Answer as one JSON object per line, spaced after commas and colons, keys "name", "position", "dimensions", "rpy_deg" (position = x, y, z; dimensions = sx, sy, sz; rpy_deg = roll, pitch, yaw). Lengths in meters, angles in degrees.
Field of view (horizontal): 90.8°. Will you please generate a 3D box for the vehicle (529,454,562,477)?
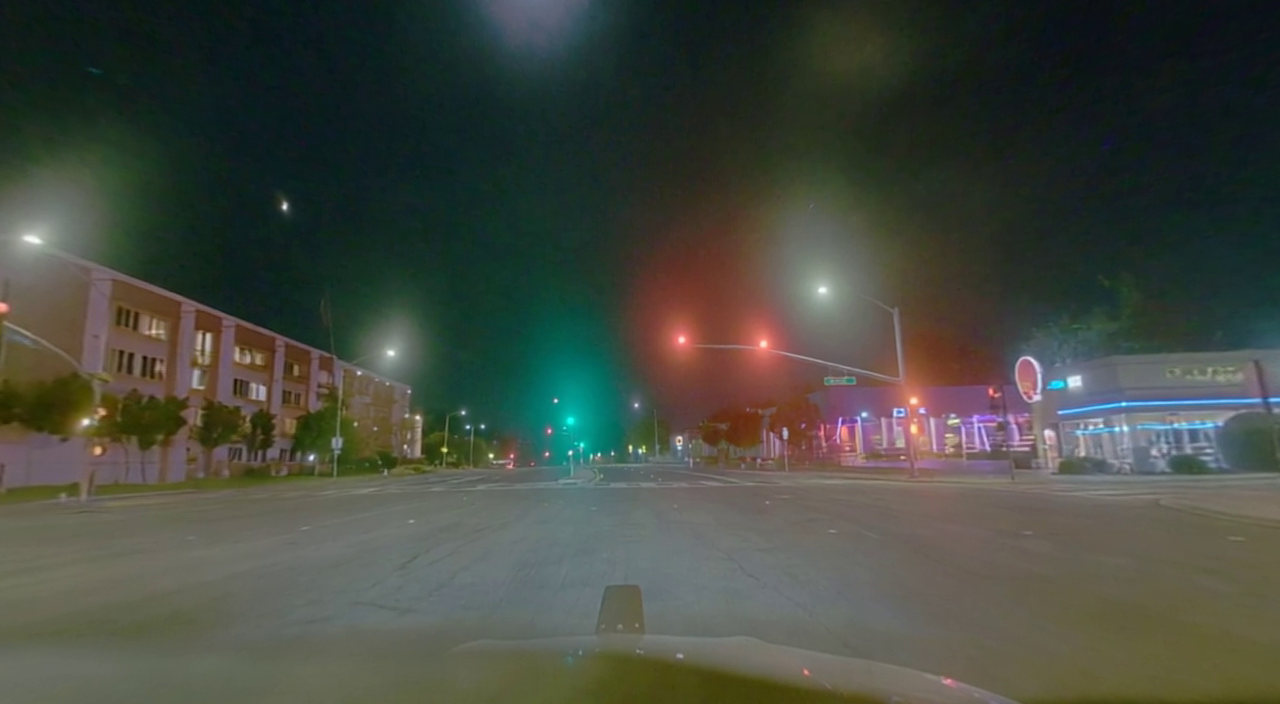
{"name": "vehicle", "position": [-6.581, 7.911, 44.326], "dimensions": [1.894, 1.474, 4.332], "rpy_deg": [0, -8, -3]}
